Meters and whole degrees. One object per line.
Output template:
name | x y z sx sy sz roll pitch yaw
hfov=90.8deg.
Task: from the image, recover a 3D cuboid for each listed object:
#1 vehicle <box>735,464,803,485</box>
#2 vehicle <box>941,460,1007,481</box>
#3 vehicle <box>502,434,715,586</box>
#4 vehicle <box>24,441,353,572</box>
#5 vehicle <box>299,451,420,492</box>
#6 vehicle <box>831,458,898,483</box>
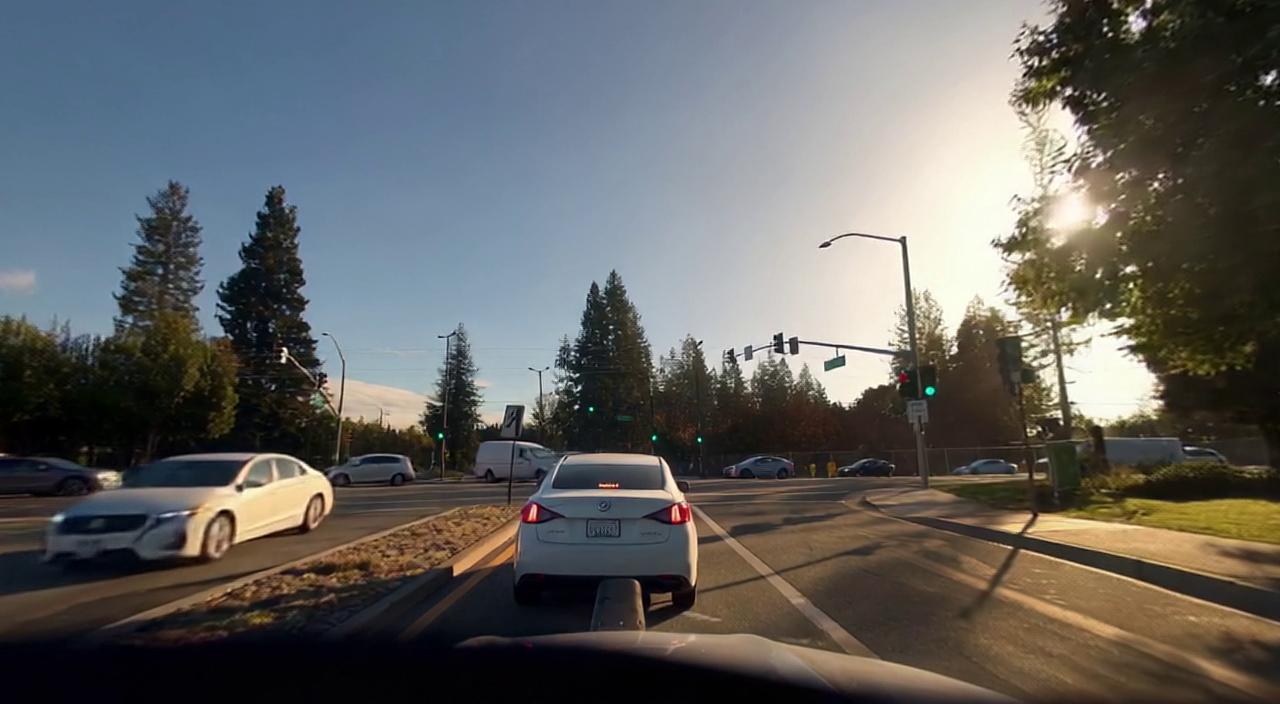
vehicle | 9.034 8.578 44.368 4.254 1.359 1.895 2 -9 -16
vehicle | 25.946 9.160 49.083 4.358 1.471 1.875 2 -9 -16
vehicle | -0.363 1.886 8.462 2.112 1.479 4.264 0 -9 -1
vehicle | -6.488 2.204 9.984 2.078 1.534 4.646 1 -9 -5
vehicle | -14.740 6.265 33.311 5.500 2.012 2.201 -2 -9 13
vehicle | 16.464 8.676 46.374 4.337 1.637 1.860 2 -9 -16
